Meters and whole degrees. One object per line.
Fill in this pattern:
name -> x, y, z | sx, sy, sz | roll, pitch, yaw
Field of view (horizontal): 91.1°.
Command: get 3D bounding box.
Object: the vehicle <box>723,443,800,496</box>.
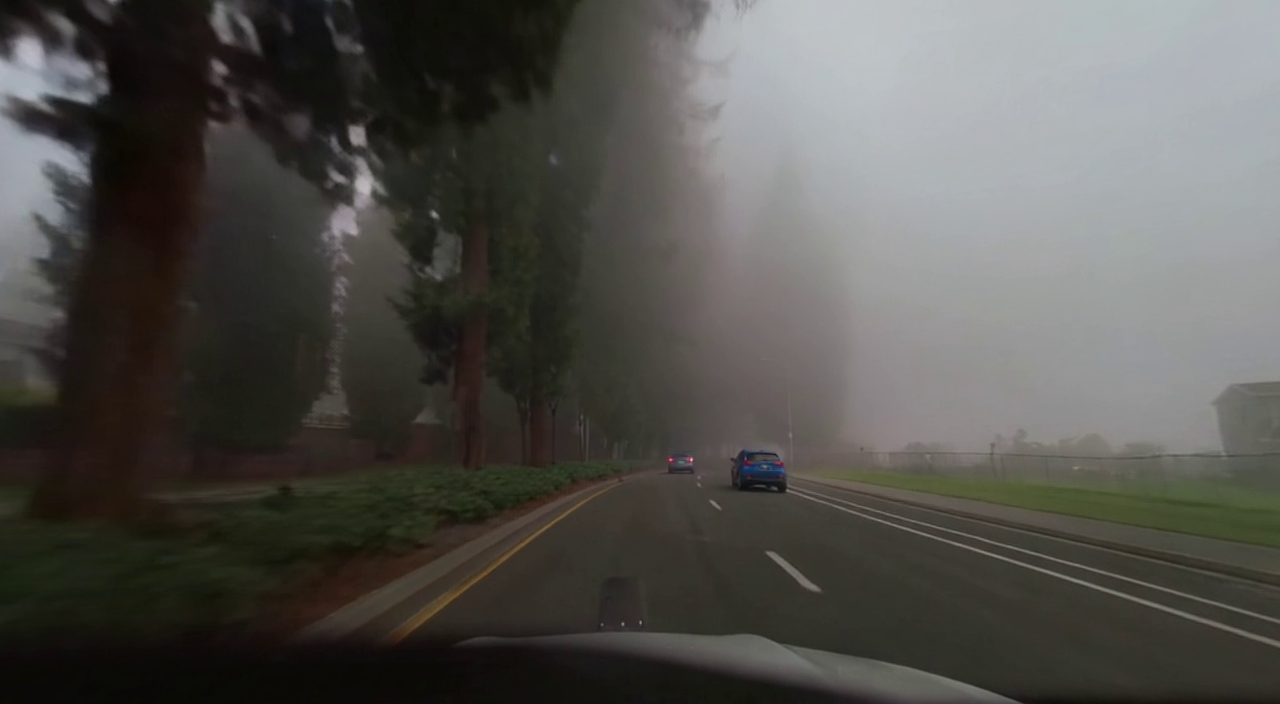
vehicle -> 4.138, 4.039, 22.114 | 1.971, 1.663, 4.287 | 0, -8, 2

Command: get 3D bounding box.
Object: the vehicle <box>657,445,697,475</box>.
vehicle -> 2.454, 6.946, 40.752 | 2.251, 1.822, 4.391 | -1, -9, 8
